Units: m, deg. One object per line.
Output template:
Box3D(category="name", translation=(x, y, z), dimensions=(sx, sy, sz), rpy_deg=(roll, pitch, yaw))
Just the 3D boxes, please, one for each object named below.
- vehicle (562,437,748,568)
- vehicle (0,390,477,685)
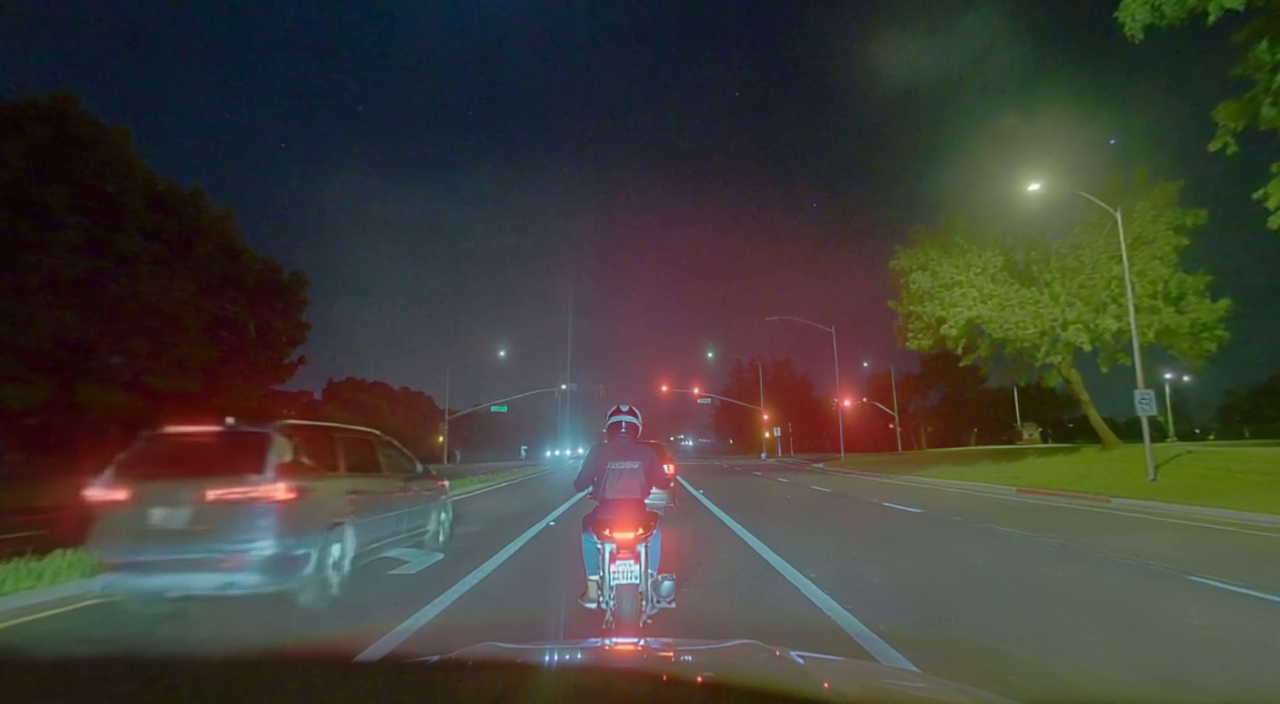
Box3D(category="vehicle", translation=(0.126, 2.026, 9.409), dimensions=(2.093, 1.450, 4.437), rpy_deg=(0, -8, -1))
Box3D(category="vehicle", translation=(-3.291, 1.409, 6.147), dimensions=(2.056, 1.647, 5.045), rpy_deg=(0, -8, 0))
